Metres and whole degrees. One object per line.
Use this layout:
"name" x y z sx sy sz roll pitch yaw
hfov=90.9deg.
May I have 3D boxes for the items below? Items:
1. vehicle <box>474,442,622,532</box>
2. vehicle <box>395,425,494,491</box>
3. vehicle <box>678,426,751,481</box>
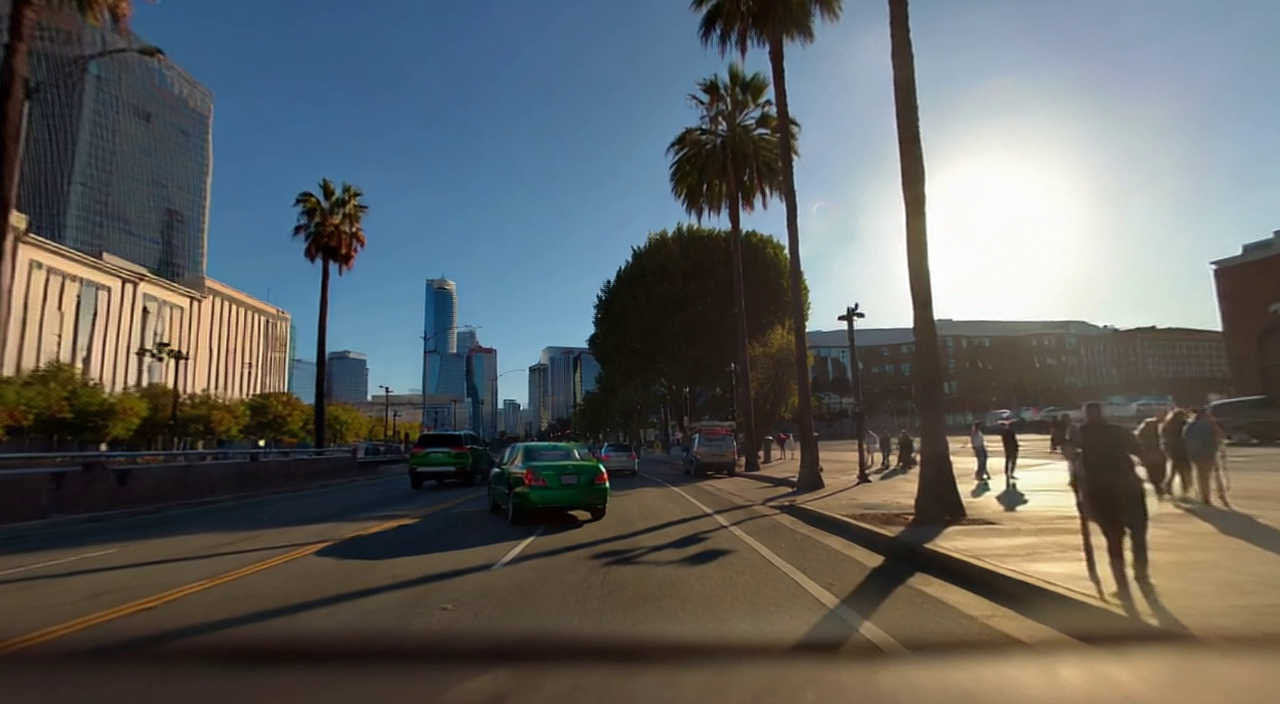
"vehicle" -2.093 2.627 13.026 1.930 1.477 4.657 3 -9 -22
"vehicle" -6.826 3.764 22.702 2.164 2.047 5.455 0 -9 -4
"vehicle" 3.179 4.471 28.016 2.126 2.167 5.098 1 -9 -6
